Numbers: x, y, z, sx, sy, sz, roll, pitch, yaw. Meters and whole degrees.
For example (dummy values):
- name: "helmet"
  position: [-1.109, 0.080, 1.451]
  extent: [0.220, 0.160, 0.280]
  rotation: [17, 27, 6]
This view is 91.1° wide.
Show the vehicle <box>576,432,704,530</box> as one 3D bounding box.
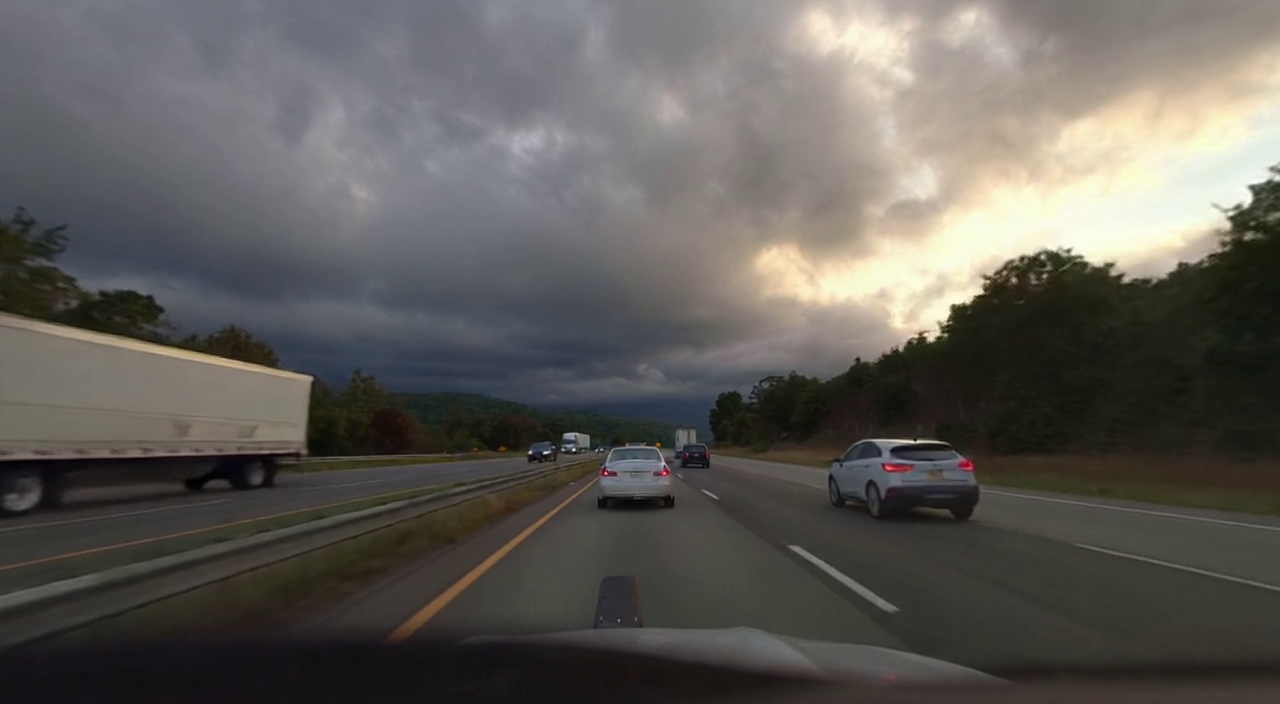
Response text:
- name: "vehicle"
  position: [-0.042, 2.403, 12.246]
  extent: [2.088, 1.580, 3.657]
  rotation: [0, -9, -1]

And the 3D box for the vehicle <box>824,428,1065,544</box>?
- name: "vehicle"
  position: [4.672, 2.098, 10.466]
  extent: [1.931, 1.516, 3.995]
  rotation: [0, -9, -1]

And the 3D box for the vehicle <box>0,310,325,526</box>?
- name: "vehicle"
  position: [-13.764, 2.068, 17.208]
  extent: [2.868, 4.125, 14.298]
  rotation: [0, -9, 0]
